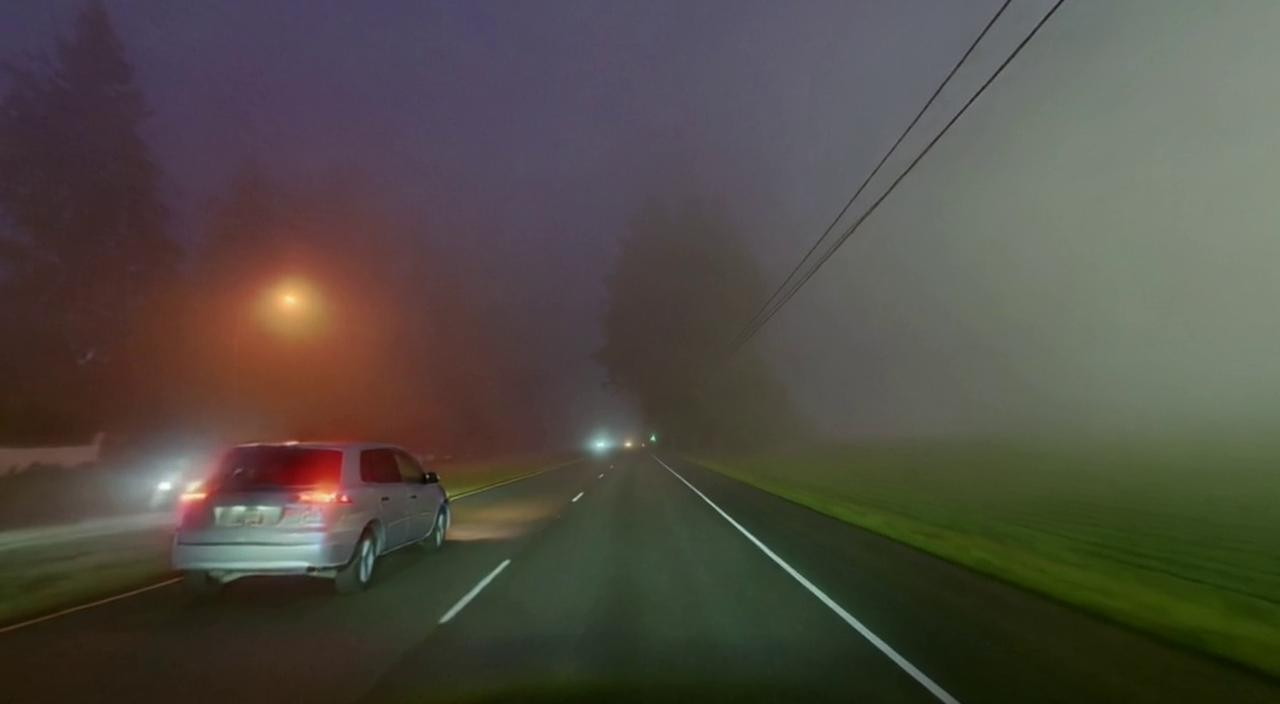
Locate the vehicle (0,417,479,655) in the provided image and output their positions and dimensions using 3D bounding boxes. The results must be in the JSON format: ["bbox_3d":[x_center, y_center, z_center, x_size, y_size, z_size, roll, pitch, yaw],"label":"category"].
[{"bbox_3d":[-3.305,1.519,6.481,2.020,1.478,4.890,0,-8,0],"label":"vehicle"}]
